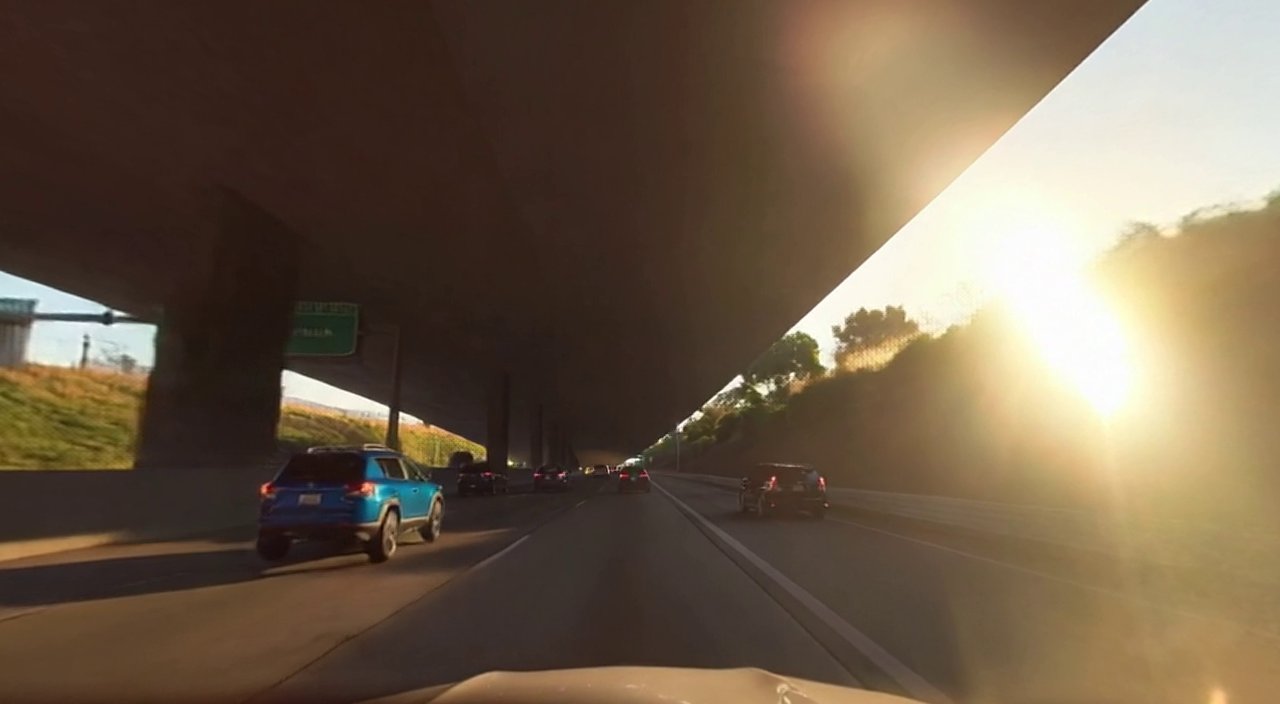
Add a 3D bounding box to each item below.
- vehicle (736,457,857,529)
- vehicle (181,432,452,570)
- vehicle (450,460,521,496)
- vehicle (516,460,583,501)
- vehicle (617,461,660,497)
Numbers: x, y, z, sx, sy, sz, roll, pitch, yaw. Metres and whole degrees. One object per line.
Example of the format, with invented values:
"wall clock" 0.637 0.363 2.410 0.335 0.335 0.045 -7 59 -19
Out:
"vehicle" 3.830 3.550 16.204 1.992 1.557 4.017 1 -11 -1
"vehicle" -4.765 2.304 10.268 2.069 1.699 4.452 1 -11 -1
"vehicle" -7.319 6.038 30.307 2.142 1.545 4.708 1 -11 1
"vehicle" -3.704 5.407 26.741 2.102 1.521 4.687 1 -11 1
"vehicle" -0.066 6.321 31.488 1.992 1.601 3.762 1 -11 0
